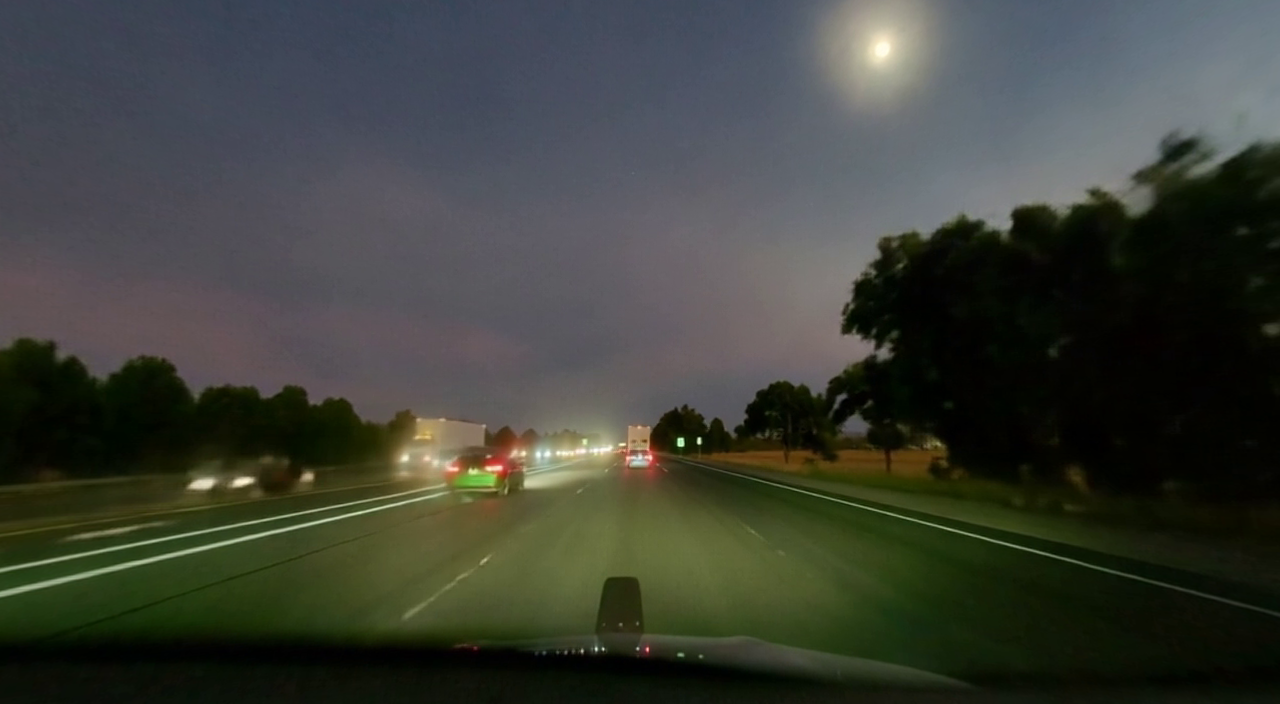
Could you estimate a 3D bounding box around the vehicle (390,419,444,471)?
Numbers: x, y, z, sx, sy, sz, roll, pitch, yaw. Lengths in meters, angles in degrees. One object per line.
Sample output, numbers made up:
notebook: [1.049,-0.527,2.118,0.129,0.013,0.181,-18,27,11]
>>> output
vehicle: [-17.319,7.280,49.279,3.087,3.865,2.819,0,-9,-1]

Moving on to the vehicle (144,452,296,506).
vehicle: [-12.439,3.740,19.043,1.848,1.423,3.997,0,-9,-1]

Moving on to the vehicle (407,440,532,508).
vehicle: [-4.280,3.125,16.585,2.172,1.548,3.953,0,-9,0]

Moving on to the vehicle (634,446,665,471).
vehicle: [0.581,7.304,43.467,1.992,1.593,3.937,0,-9,-1]
